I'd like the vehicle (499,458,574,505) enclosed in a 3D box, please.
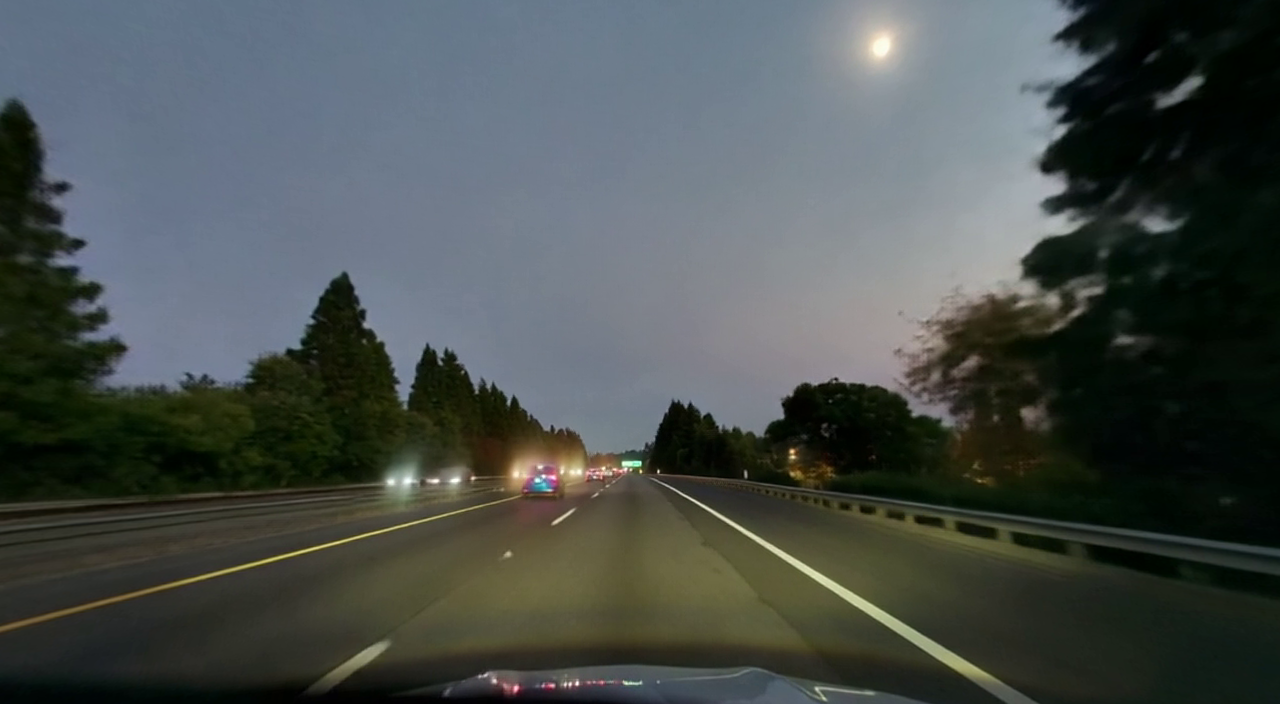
[{"bbox_3d":[-3.837,4.907,24.150,2.068,1.592,4.479,0,-10,0],"label":"vehicle"}]

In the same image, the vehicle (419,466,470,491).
[{"bbox_3d":[-12.984,8.432,42.088,1.939,1.525,4.481,1,-10,0],"label":"vehicle"}]

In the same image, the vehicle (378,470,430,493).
[{"bbox_3d":[-16.667,9.169,44.674,1.892,1.471,4.526,1,-10,0],"label":"vehicle"}]
